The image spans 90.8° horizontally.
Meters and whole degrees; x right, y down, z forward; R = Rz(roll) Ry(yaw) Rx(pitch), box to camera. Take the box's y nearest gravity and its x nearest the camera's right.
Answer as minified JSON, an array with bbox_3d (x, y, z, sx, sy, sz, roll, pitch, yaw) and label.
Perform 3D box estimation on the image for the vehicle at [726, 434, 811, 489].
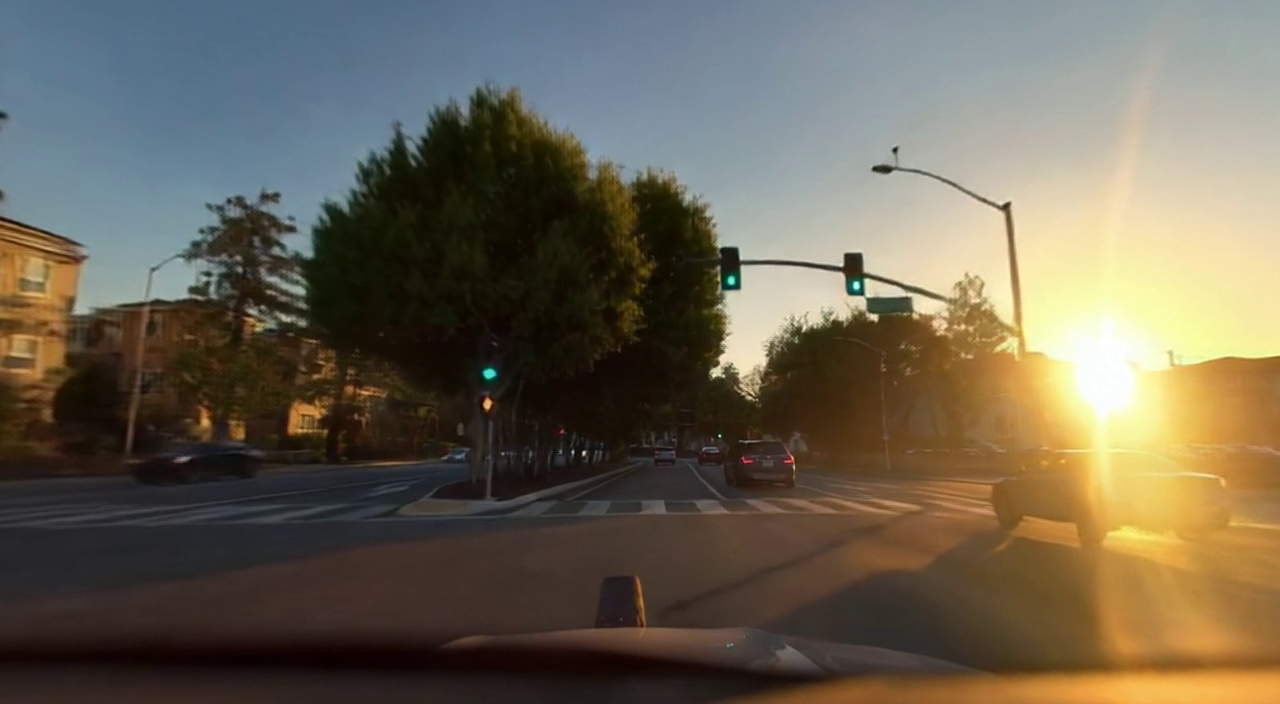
[{"bbox_3d":[4.629,4.031,23.544,2.209,1.813,4.724,0,-8,0],"label":"vehicle"}]

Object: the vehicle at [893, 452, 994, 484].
[{"bbox_3d":[15.536,5.923,32.642,2.040,1.472,4.846,2,-9,-13],"label":"vehicle"}]

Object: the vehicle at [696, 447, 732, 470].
[{"bbox_3d":[4.973,7.265,43.204,2.064,1.474,4.389,0,-9,2],"label":"vehicle"}]

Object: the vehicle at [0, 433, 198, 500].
[{"bbox_3d":[-15.195,3.176,17.896,2.025,1.625,4.528,0,-9,1],"label":"vehicle"}]

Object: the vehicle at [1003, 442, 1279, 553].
[{"bbox_3d":[8.403,2.301,10.738,1.949,1.492,4.103,0,-8,-1],"label":"vehicle"}]
